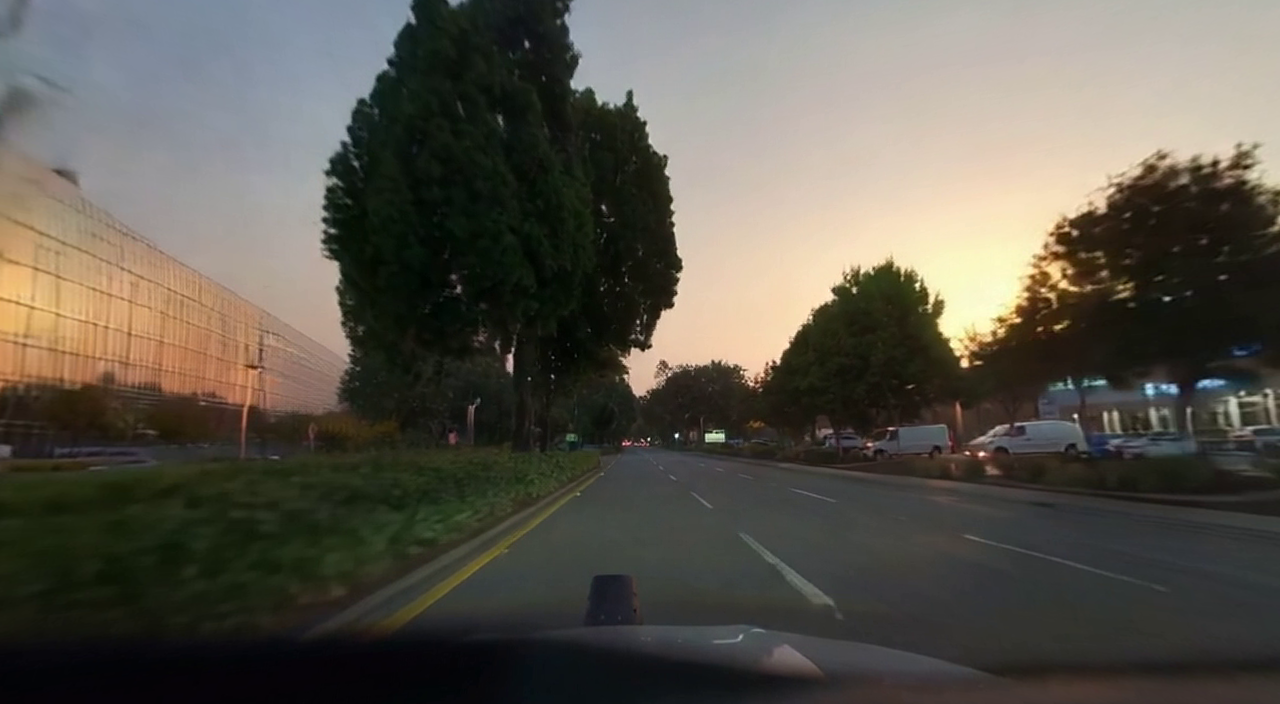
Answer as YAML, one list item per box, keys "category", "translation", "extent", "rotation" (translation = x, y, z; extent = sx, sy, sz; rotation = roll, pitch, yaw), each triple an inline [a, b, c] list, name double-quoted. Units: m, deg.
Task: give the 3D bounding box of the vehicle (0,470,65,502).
- category: "vehicle"
  translation: [-29.293, 6.206, 29.323]
  extent: [3.322, 1.358, 1.617]
  rotation: [1, -8, -2]

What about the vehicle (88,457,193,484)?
- category: "vehicle"
  translation: [-29.435, 6.987, 37.210]
  extent: [4.350, 1.512, 2.145]
  rotation: [0, -9, -1]

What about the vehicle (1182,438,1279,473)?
- category: "vehicle"
  translation: [32.033, 5.514, 33.566]
  extent: [4.301, 1.760, 2.057]
  rotation: [0, -8, -1]

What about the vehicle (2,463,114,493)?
- category: "vehicle"
  translation: [-29.428, 6.372, 31.908]
  extent: [3.739, 1.432, 1.902]
  rotation: [0, -9, -1]

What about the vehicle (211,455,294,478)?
- category: "vehicle"
  translation: [-29.628, 8.755, 48.240]
  extent: [4.739, 1.638, 2.515]
  rotation: [0, -9, -1]

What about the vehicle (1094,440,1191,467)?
- category: "vehicle"
  translation: [31.150, 6.306, 39.136]
  extent: [4.211, 1.574, 1.973]
  rotation: [-1, -8, 5]

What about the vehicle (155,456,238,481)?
- category: "vehicle"
  translation: [-29.805, 7.825, 42.343]
  extent: [4.154, 1.510, 1.847]
  rotation: [-1, -8, 1]
